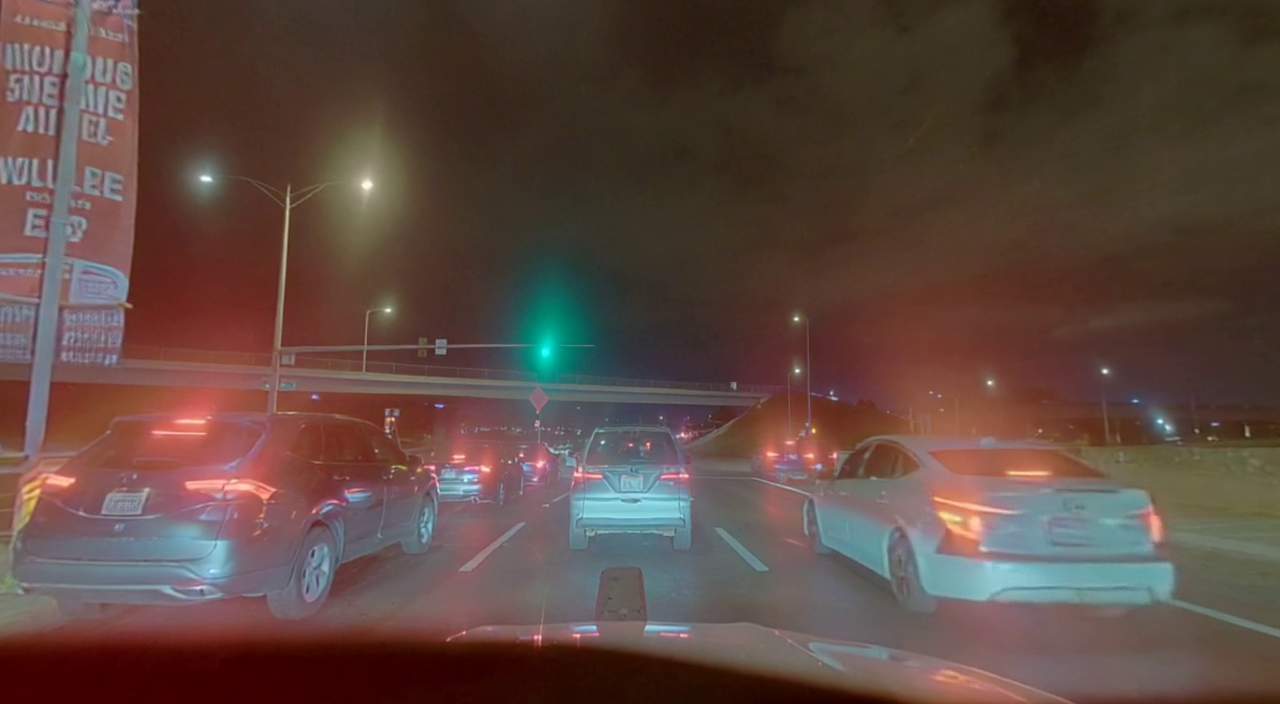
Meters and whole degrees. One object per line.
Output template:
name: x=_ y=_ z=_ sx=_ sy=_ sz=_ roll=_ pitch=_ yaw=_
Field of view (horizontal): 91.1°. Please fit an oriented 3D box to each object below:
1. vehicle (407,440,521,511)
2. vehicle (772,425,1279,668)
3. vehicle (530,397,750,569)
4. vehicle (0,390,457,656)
vehicle: x=-4.157 y=2.945 z=15.428 sx=1.797 sy=1.505 sz=3.506 roll=0 pitch=-9 yaw=0
vehicle: x=3.042 y=1.568 z=6.406 sx=2.228 sy=1.472 sz=4.939 roll=0 pitch=-9 yaw=-1
vehicle: x=-0.086 y=1.766 z=9.211 sx=2.409 sy=1.864 sz=4.471 roll=0 pitch=-9 yaw=-2
vehicle: x=-3.501 y=1.424 z=6.273 sx=2.039 sy=1.709 sz=4.265 roll=0 pitch=-9 yaw=0
